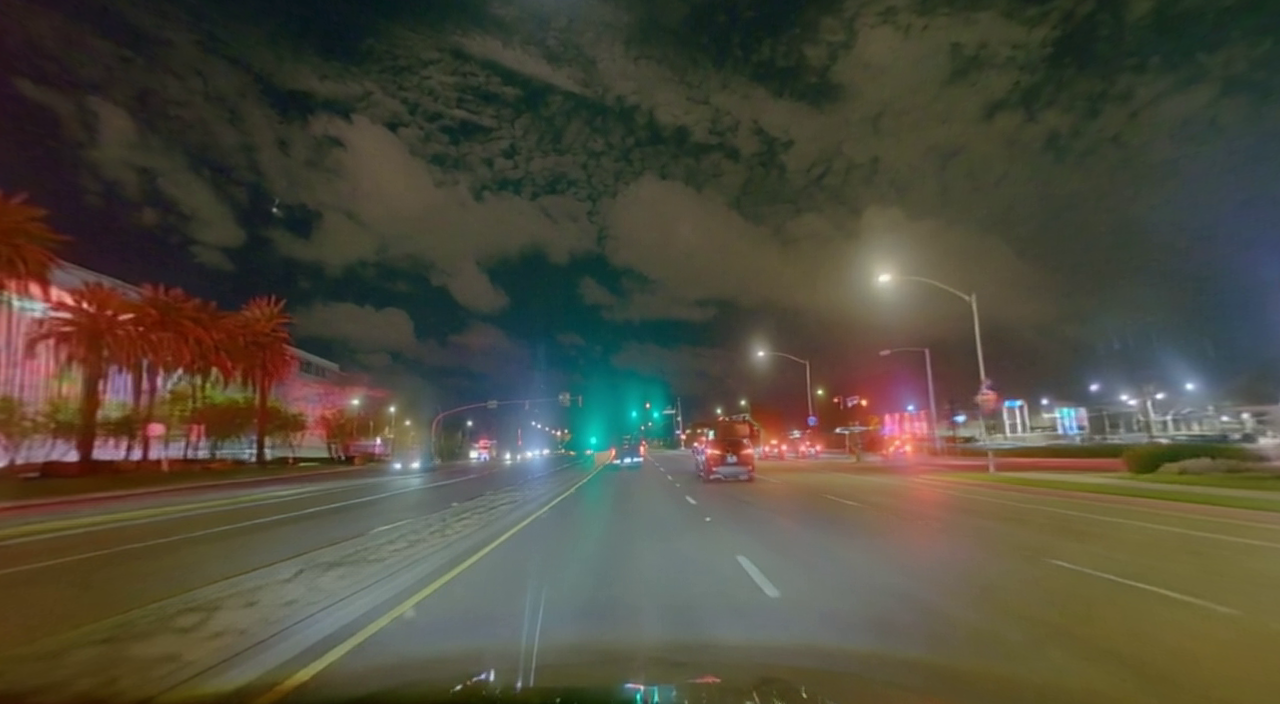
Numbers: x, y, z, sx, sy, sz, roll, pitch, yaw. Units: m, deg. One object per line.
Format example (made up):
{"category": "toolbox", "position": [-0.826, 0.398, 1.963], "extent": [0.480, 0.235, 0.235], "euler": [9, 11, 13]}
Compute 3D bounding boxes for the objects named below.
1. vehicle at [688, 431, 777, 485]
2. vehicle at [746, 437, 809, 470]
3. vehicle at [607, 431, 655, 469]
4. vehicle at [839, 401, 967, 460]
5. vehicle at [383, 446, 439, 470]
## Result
{"category": "vehicle", "position": [2.955, 3.525, 21.256], "extent": [2.195, 1.590, 4.668], "euler": [0, -8, -1]}
{"category": "vehicle", "position": [6.658, 4.982, 31.059], "extent": [1.975, 1.483, 4.769], "euler": [0, -8, -1]}
{"category": "vehicle", "position": [-0.443, 4.969, 32.027], "extent": [2.277, 1.816, 4.192], "euler": [0, -8, -1]}
{"category": "vehicle", "position": [17.479, 5.296, 42.143], "extent": [7.270, 3.743, 2.677], "euler": [1, -8, -3]}
{"category": "vehicle", "position": [-14.997, 6.946, 41.468], "extent": [1.887, 1.454, 4.588], "euler": [0, -8, 1]}
